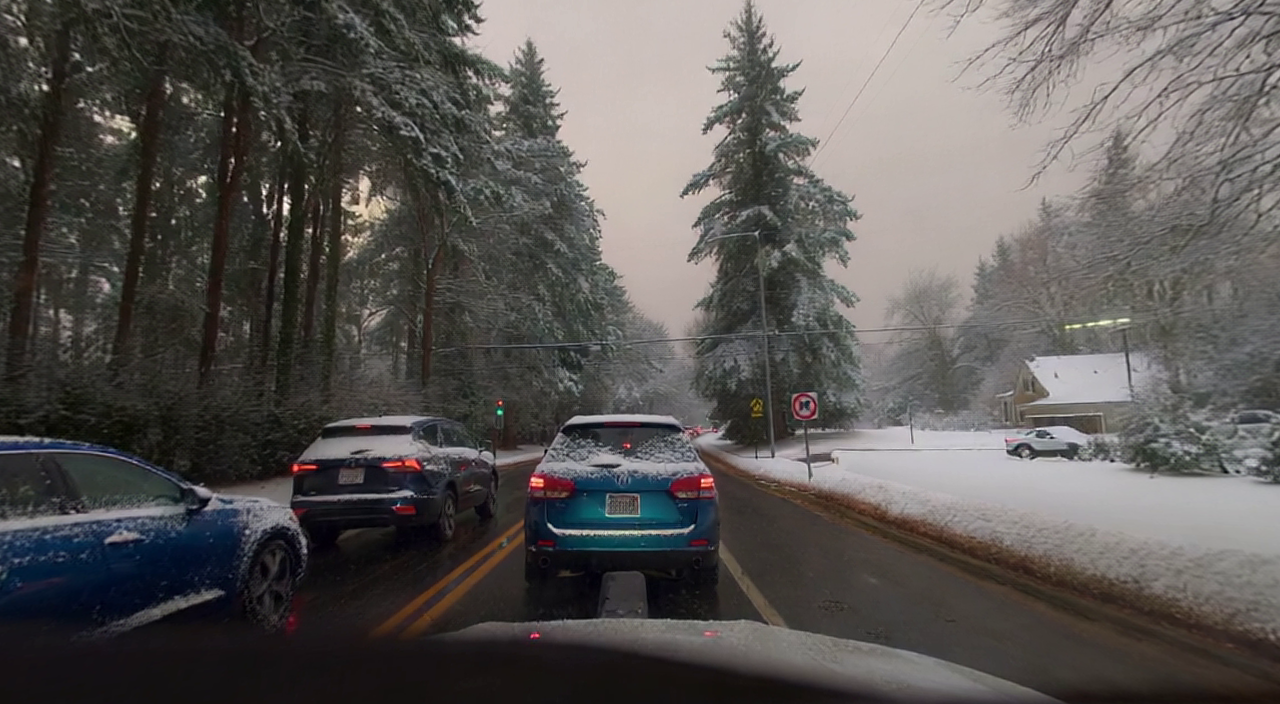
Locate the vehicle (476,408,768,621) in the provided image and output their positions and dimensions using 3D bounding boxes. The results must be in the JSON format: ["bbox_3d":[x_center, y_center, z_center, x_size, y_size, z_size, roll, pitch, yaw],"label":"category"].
[{"bbox_3d":[-0.032,1.520,6.830,2.229,1.591,3.897,-1,-8,3],"label":"vehicle"}]

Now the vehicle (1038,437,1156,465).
[{"bbox_3d":[28.463,6.171,39.453,5.955,1.702,2.166,1,-8,-6],"label":"vehicle"}]

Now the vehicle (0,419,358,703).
[{"bbox_3d":[-3.656,1.164,3.625,1.922,1.464,4.424,0,-8,2],"label":"vehicle"}]

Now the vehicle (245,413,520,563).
[{"bbox_3d":[-3.491,1.943,9.821,2.188,1.745,4.618,0,-8,2],"label":"vehicle"}]
